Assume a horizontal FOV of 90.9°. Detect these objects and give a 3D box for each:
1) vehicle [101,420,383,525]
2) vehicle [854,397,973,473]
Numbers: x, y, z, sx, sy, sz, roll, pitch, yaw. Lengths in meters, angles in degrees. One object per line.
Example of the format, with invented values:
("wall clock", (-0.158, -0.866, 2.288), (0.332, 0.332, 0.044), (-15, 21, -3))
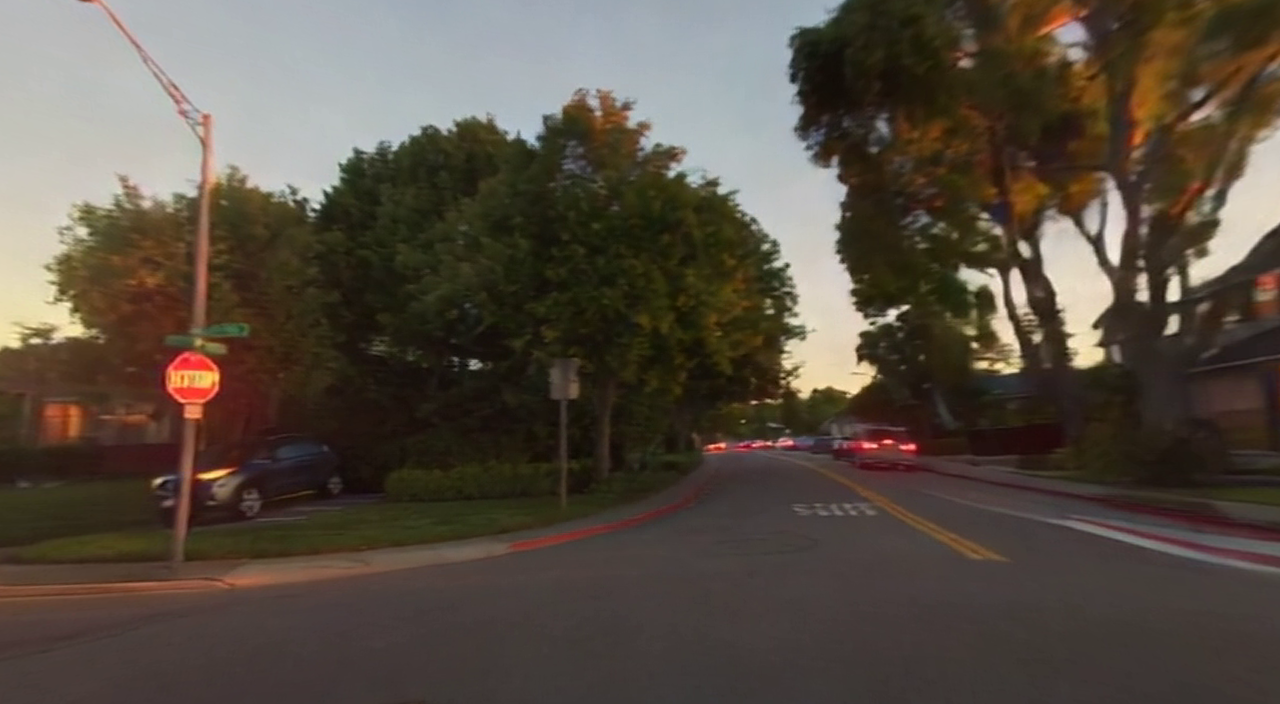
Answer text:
("vehicle", (-8.624, 2.593, 14.711), (2.286, 1.915, 5.980), (-1, -7, 6))
("vehicle", (12.676, 3.851, 29.912), (2.718, 3.089, 6.380), (-2, -6, 1))
